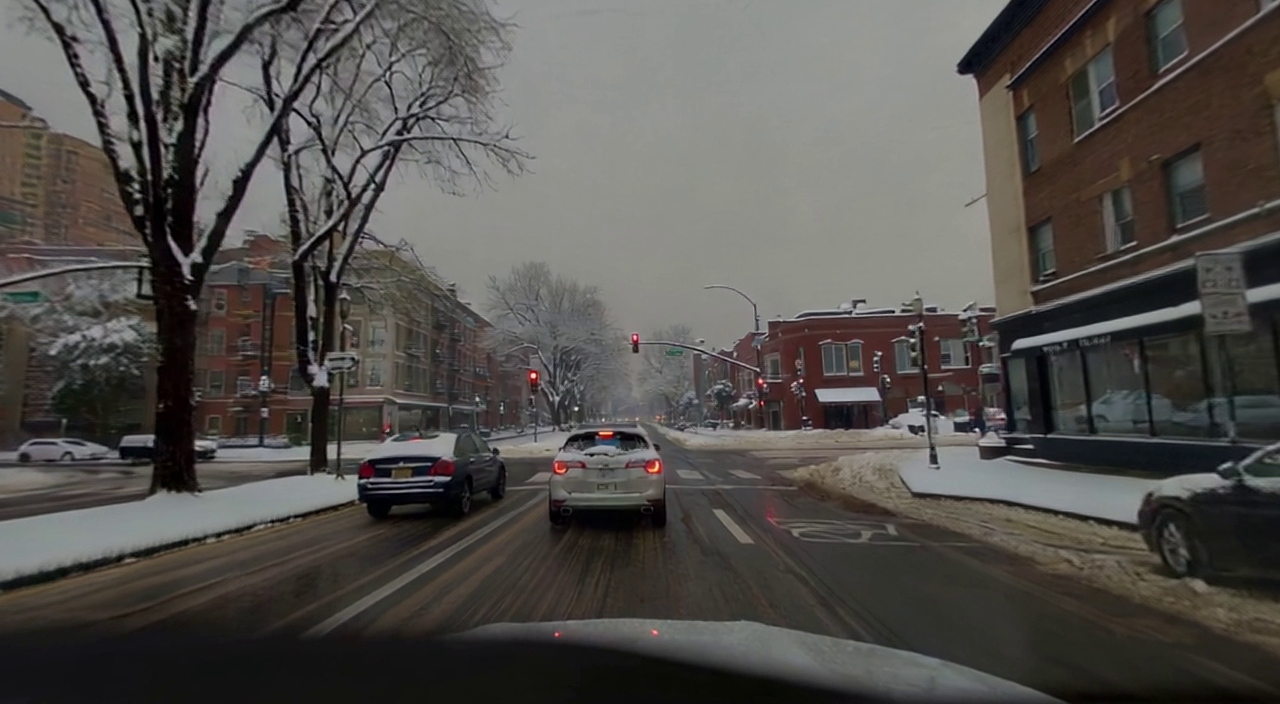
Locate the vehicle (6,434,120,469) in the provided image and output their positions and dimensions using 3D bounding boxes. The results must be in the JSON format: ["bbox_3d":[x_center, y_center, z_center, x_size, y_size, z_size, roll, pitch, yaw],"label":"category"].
[{"bbox_3d":[-32.467,5.611,35.674,4.280,1.857,2.136,0,-8,1],"label":"vehicle"}]

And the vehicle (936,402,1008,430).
[{"bbox_3d":[21.166,4.115,40.187,5.017,1.542,2.055,6,-11,-38],"label":"vehicle"}]

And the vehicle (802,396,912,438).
[{"bbox_3d":[13.777,4.186,40.127,6.541,2.480,2.259,3,-9,-19],"label":"vehicle"}]

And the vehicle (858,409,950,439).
[{"bbox_3d":[15.176,4.150,36.270,4.775,1.604,1.915,3,-9,-21],"label":"vehicle"}]

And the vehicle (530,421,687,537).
[{"bbox_3d":[-0.430,1.985,10.416,2.082,1.520,3.896,0,-8,0],"label":"vehicle"}]

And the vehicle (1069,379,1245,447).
[{"bbox_3d":[21.661,2.642,26.598,5.756,2.653,2.403,1,-9,-11],"label":"vehicle"}]

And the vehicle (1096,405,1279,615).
[{"bbox_3d":[6.209,1.244,4.850,1.904,1.705,4.510,0,-8,-2],"label":"vehicle"}]

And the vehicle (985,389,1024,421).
[{"bbox_3d":[27.060,3.992,46.798,2.152,1.993,5.078,-6,-10,31],"label":"vehicle"}]

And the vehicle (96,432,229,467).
[{"bbox_3d":[-21.349,4.375,28.372,4.453,1.471,1.921,-1,-8,3],"label":"vehicle"}]

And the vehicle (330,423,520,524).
[{"bbox_3d":[-3.690,2.174,11.859,1.934,1.522,4.464,0,-8,1],"label":"vehicle"}]
